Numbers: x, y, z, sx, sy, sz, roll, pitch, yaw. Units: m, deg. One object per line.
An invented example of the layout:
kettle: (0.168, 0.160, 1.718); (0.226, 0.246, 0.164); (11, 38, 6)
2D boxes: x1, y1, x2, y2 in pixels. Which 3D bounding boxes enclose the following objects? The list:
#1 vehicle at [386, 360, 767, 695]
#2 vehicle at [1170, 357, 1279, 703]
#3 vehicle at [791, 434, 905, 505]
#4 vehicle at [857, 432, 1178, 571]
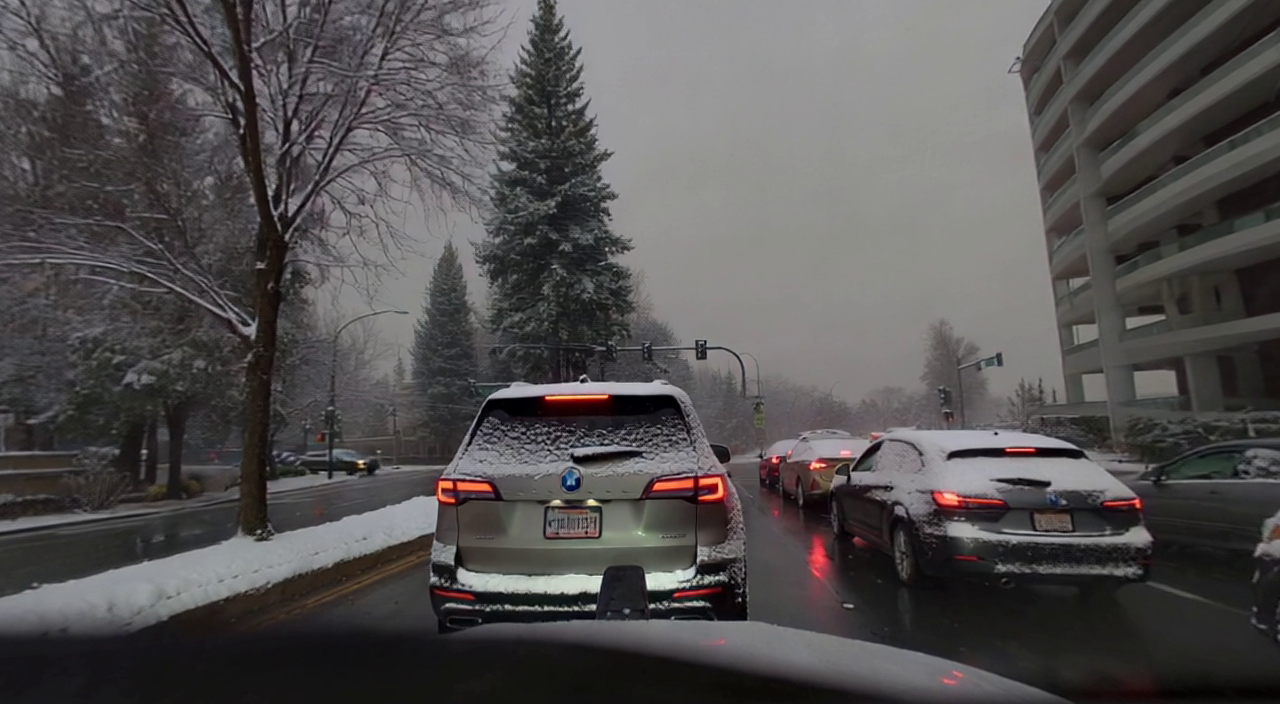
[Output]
vehicle: (-0.211, 1.235, 5.563); (2.021, 1.742, 4.295); (-1, -8, 4)
vehicle: (4.059, 0.600, 1.113); (1.993, 1.719, 4.953); (0, -8, 1)
vehicle: (5.330, 3.033, 16.720); (1.994, 1.638, 4.100); (-1, -9, 6)
vehicle: (4.899, 1.967, 9.184); (1.963, 1.480, 4.553); (0, -8, 2)
